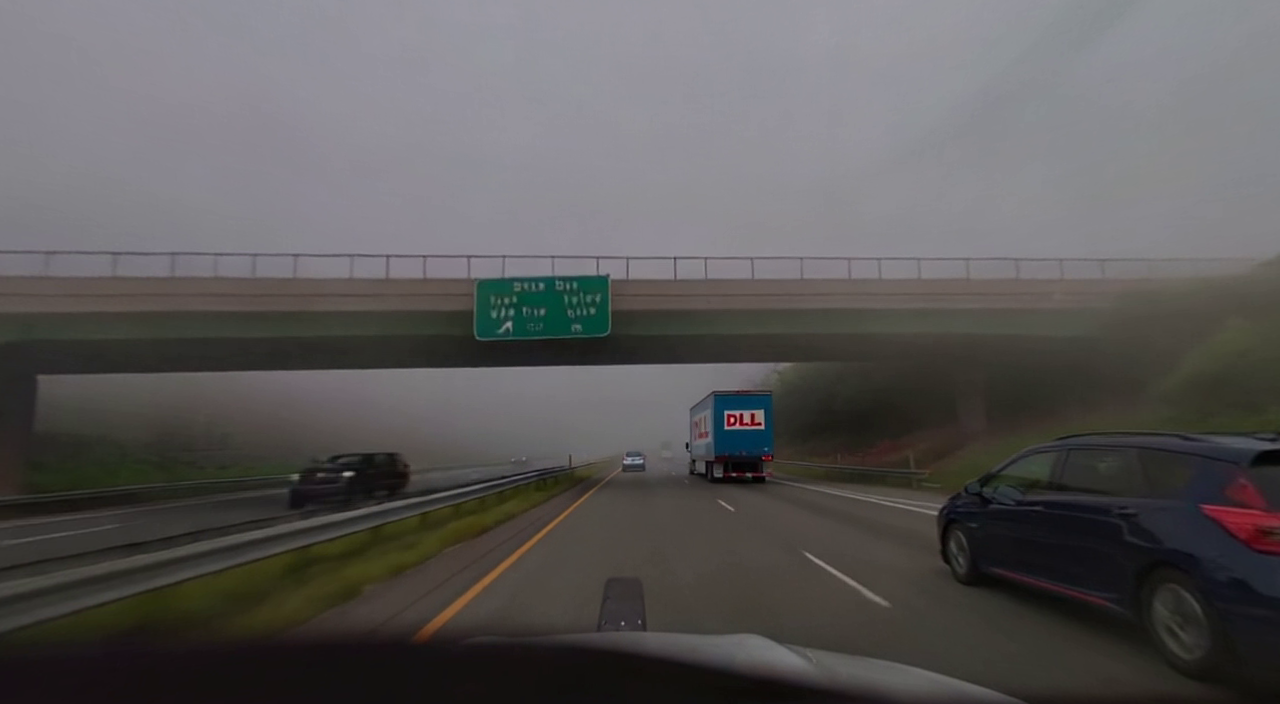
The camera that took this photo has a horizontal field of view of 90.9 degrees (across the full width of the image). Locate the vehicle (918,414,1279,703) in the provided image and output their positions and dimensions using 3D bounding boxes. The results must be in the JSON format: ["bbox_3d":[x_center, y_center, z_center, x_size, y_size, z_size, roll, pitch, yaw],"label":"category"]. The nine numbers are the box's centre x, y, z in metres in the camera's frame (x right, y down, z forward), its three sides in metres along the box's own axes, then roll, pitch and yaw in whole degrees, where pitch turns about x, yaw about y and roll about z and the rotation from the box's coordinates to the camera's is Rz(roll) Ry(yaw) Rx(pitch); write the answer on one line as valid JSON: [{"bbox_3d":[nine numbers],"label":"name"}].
[{"bbox_3d":[3.766,1.231,4.225,1.894,1.452,4.164,0,-9,0],"label":"vehicle"}]

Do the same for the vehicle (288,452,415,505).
[{"bbox_3d":[-8.640,3.795,19.357,1.878,1.442,4.165,0,-9,1],"label":"vehicle"}]

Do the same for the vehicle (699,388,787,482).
[{"bbox_3d":[4.807,4.174,31.113,2.838,3.985,8.010,0,-9,-1],"label":"vehicle"}]

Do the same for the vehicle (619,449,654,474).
[{"bbox_3d":[-0.200,6.757,38.986,2.055,1.445,3.661,0,-9,0],"label":"vehicle"}]
